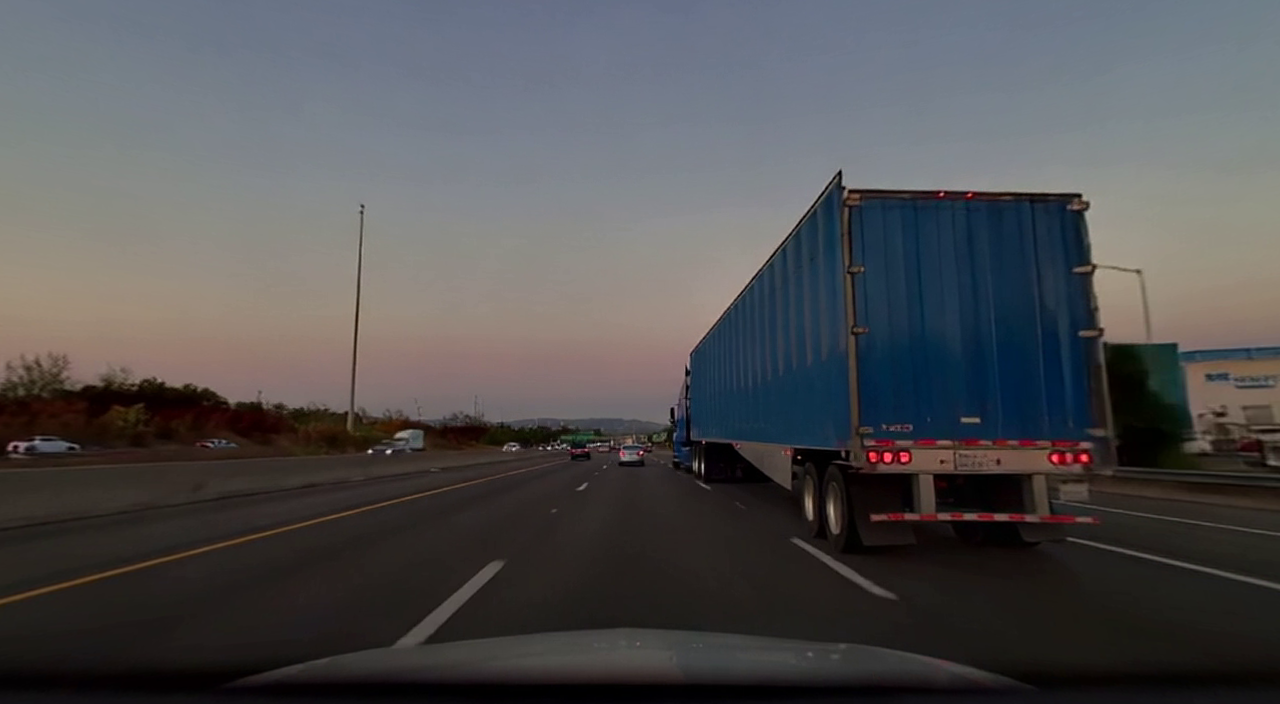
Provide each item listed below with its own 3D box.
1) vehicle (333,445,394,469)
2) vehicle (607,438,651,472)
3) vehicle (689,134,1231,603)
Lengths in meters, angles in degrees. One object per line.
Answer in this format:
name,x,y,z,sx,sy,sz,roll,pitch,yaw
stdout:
vehicle,-17.761,6.756,40.845,1.908,1.459,4.631,0,-9,-2
vehicle,-0.596,5.353,32.966,2.191,1.685,4.015,0,-9,-2
vehicle,3.285,1.231,13.416,2.996,4.123,15.965,0,-9,-1
